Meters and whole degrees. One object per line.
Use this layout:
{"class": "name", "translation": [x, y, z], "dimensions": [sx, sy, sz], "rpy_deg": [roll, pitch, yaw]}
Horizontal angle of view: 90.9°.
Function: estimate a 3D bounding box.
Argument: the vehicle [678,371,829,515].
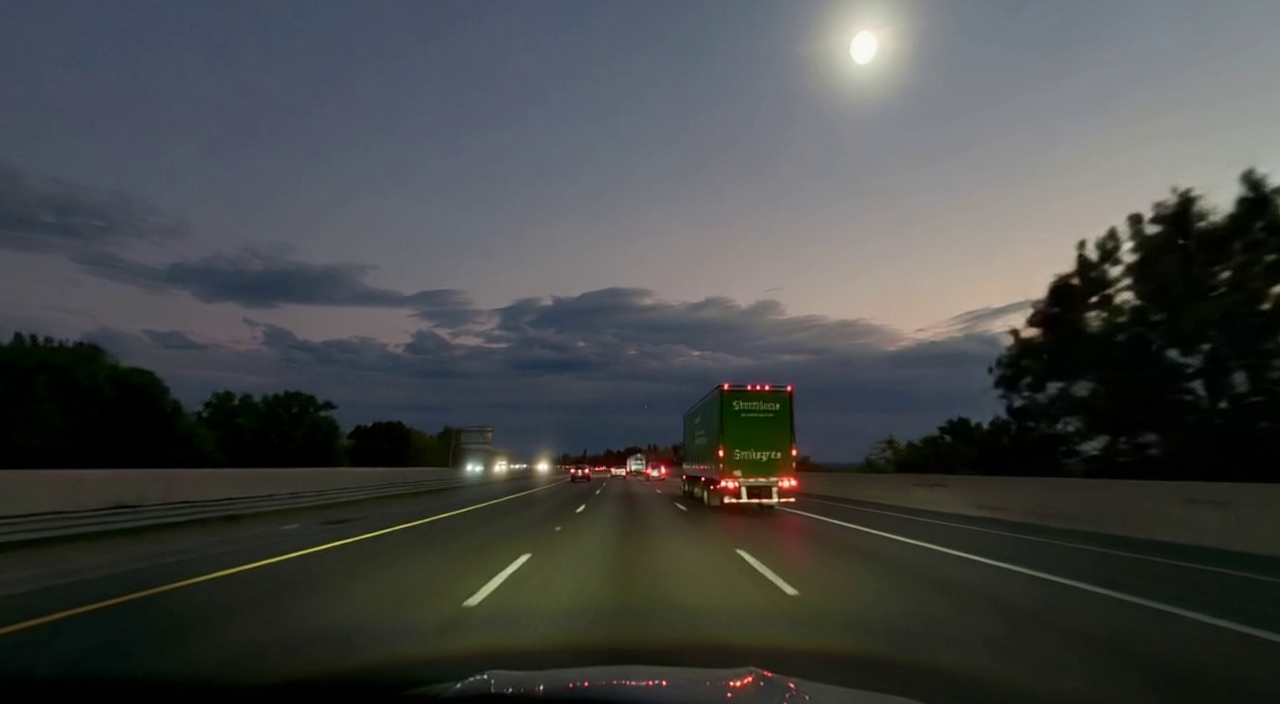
{"class": "vehicle", "translation": [3.843, 4.002, 26.041], "dimensions": [2.992, 4.300, 13.967], "rpy_deg": [1, -11, -3]}
